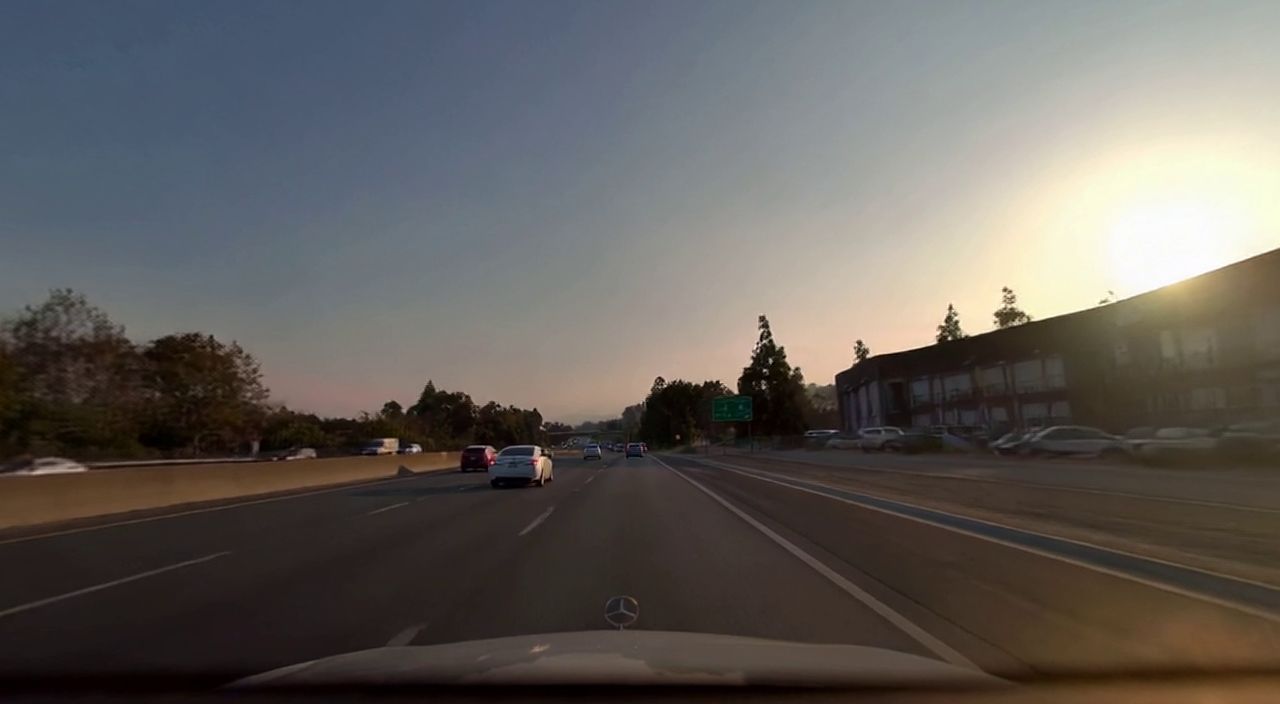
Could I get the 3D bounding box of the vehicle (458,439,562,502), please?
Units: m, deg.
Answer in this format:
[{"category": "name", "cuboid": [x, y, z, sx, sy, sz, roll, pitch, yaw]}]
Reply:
[{"category": "vehicle", "cuboid": [-3.342, 3.126, 17.056, 1.920, 1.463, 4.134, 0, -9, 0]}]
